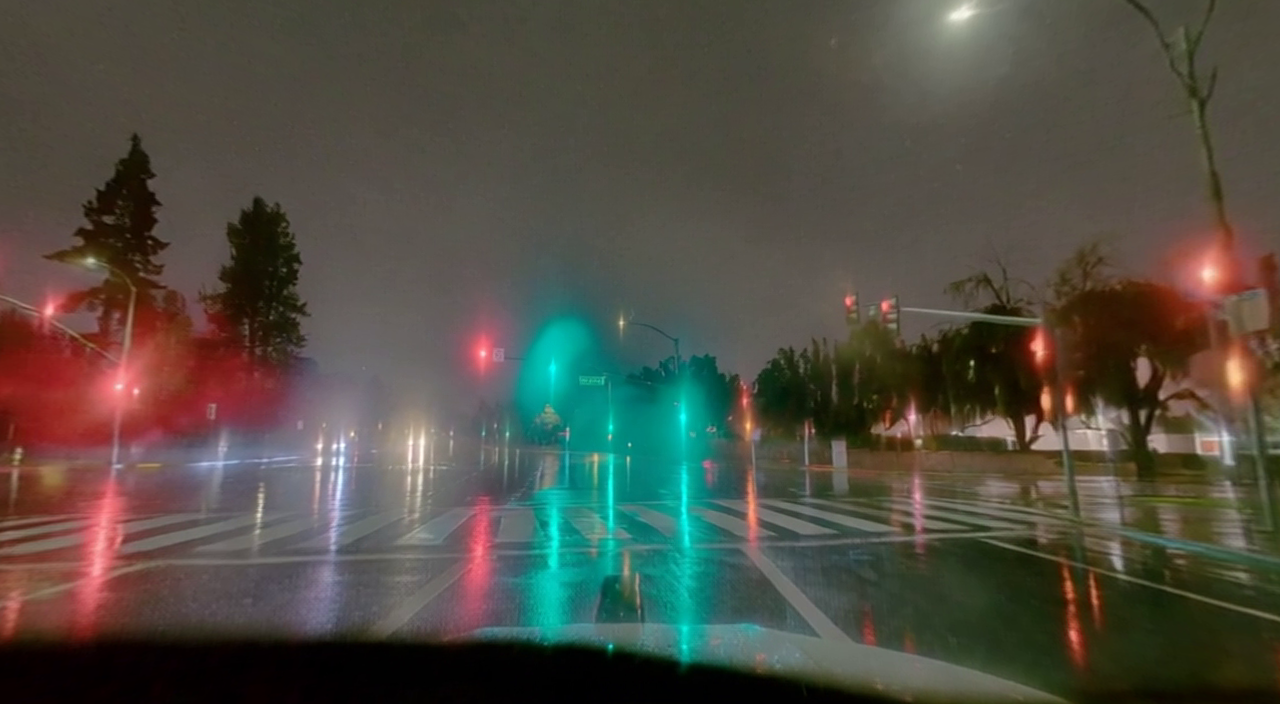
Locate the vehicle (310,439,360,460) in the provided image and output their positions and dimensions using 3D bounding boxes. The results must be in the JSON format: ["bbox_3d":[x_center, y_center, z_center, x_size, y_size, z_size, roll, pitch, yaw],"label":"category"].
[{"bbox_3d":[-21.348,6.853,44.433,1.918,1.432,4.433,1,-9,-9],"label":"vehicle"}]
